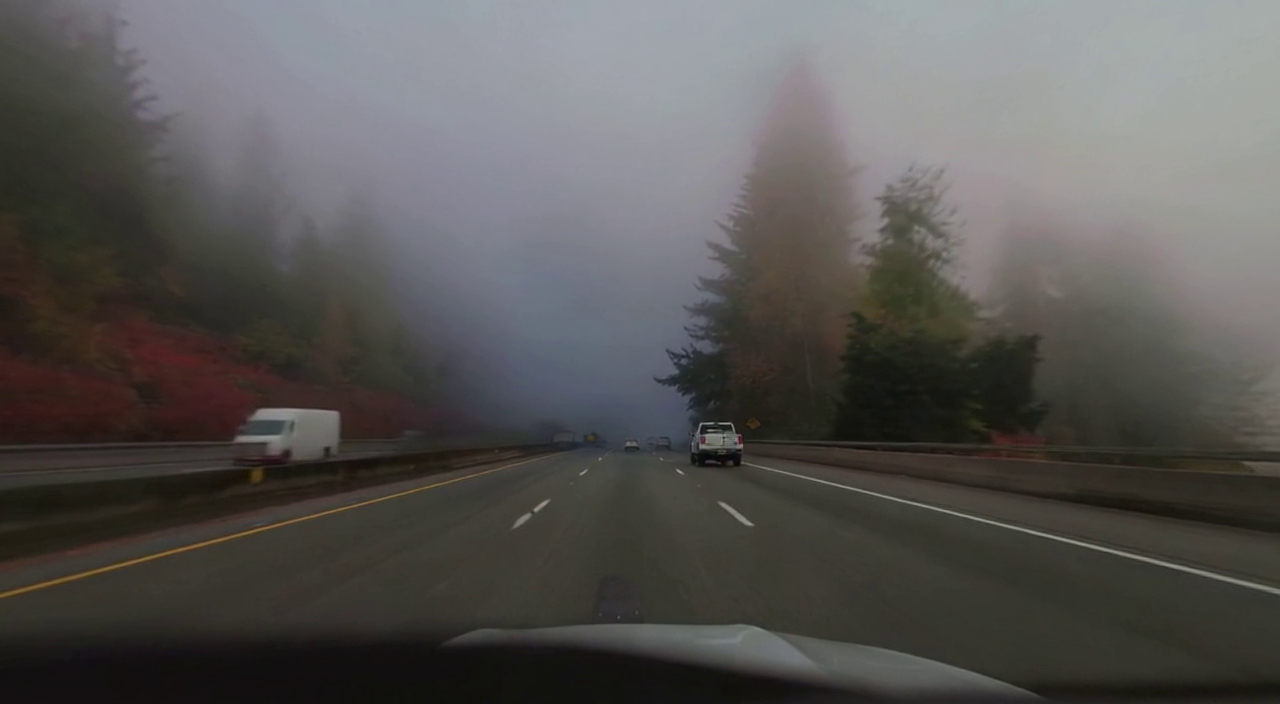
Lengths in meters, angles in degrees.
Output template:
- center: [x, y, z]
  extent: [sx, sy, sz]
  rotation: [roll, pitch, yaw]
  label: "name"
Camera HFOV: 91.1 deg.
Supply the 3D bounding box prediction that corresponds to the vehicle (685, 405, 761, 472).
- center: [3.473, 3.811, 27.690]
  extent: [2.411, 2.614, 5.781]
  rotation: [0, -8, -1]
  label: "vehicle"
